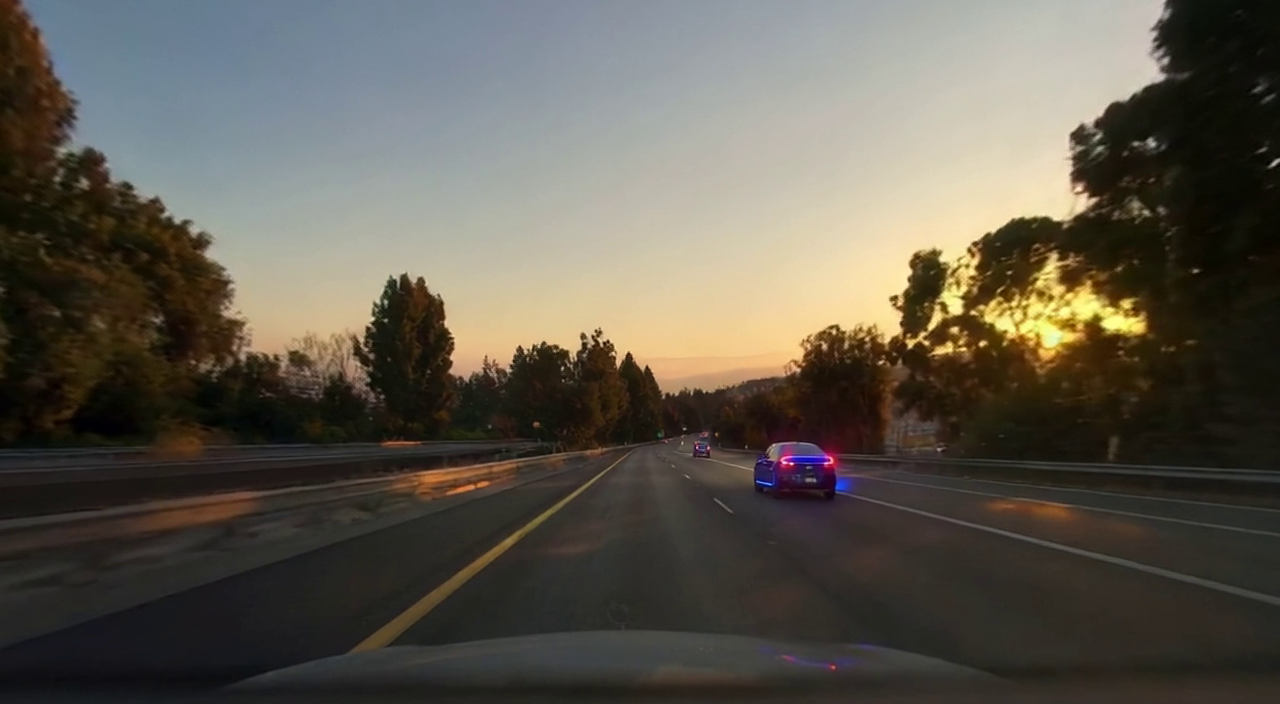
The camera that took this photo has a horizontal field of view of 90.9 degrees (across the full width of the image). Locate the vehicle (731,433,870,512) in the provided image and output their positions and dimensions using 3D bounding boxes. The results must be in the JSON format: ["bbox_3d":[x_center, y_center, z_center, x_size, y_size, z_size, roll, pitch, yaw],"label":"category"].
[{"bbox_3d":[3.517,2.741,14.774,2.050,1.546,4.344,-1,-9,-1],"label":"vehicle"}]
